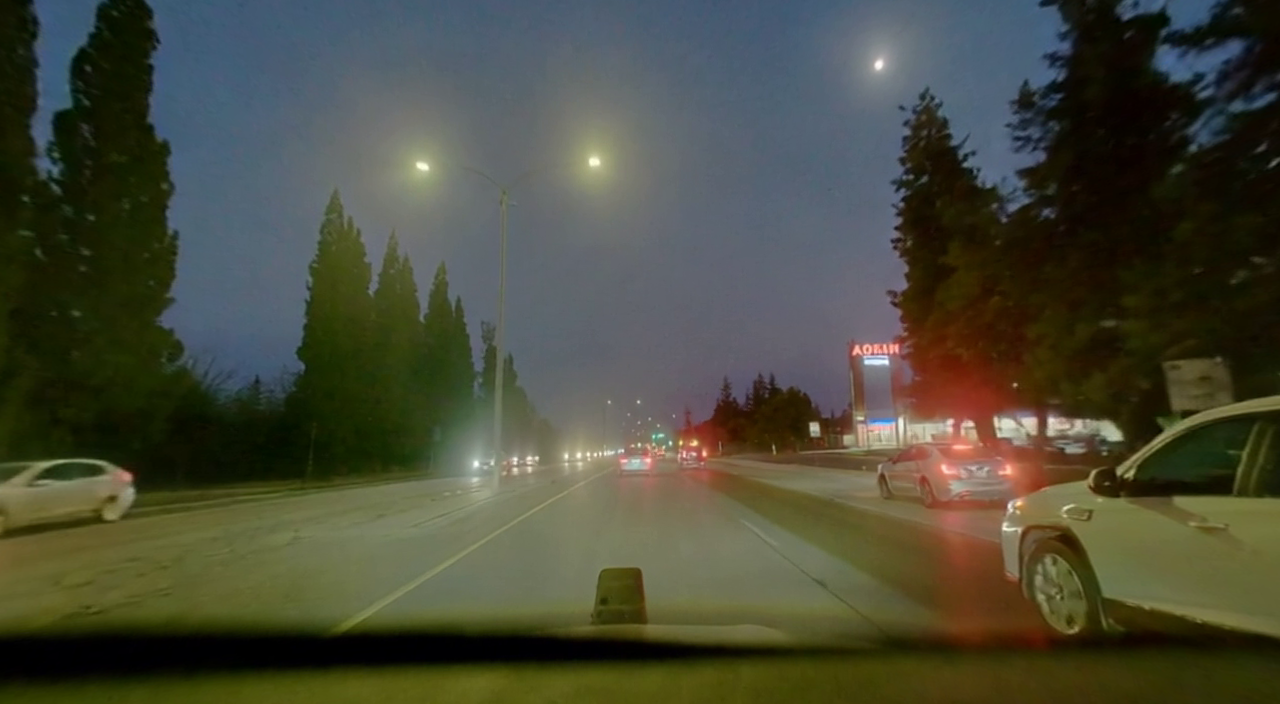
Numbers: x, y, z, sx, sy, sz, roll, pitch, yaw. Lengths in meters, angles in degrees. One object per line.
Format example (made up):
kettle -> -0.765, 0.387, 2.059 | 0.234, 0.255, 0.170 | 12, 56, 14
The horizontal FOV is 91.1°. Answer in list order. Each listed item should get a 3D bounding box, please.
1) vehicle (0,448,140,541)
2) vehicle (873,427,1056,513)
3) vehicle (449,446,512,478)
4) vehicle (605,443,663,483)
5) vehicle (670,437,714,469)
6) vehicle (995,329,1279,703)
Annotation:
vehicle -> -12.517, 2.661, 11.889 | 2.110, 1.632, 4.730 | 0, -9, 1
vehicle -> 7.614, 2.796, 15.368 | 2.090, 1.768, 4.407 | 0, -9, 0
vehicle -> -8.597, 5.933, 34.220 | 2.082, 1.588, 4.710 | 0, -9, 2
vehicle -> -0.218, 4.761, 27.216 | 2.315, 1.563, 4.080 | 0, -9, 0
vehicle -> 3.688, 7.318, 45.531 | 2.716, 2.131, 5.766 | 0, -9, 0
vehicle -> 3.554, 0.744, 2.068 | 2.090, 1.763, 4.560 | 0, -9, 0
